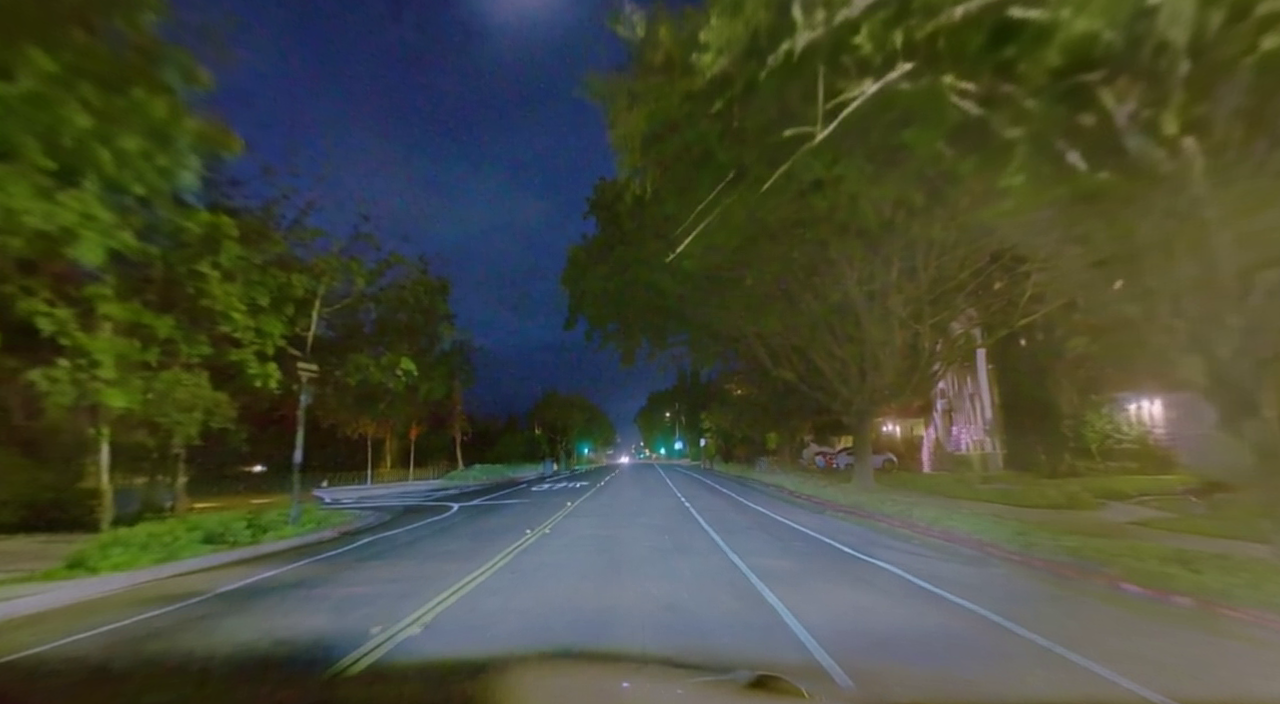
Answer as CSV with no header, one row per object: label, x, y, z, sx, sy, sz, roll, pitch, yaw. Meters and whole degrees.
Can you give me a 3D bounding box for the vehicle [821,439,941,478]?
vehicle,11.060,4.991,29.437,1.904,1.626,5.012,7,-12,-31
